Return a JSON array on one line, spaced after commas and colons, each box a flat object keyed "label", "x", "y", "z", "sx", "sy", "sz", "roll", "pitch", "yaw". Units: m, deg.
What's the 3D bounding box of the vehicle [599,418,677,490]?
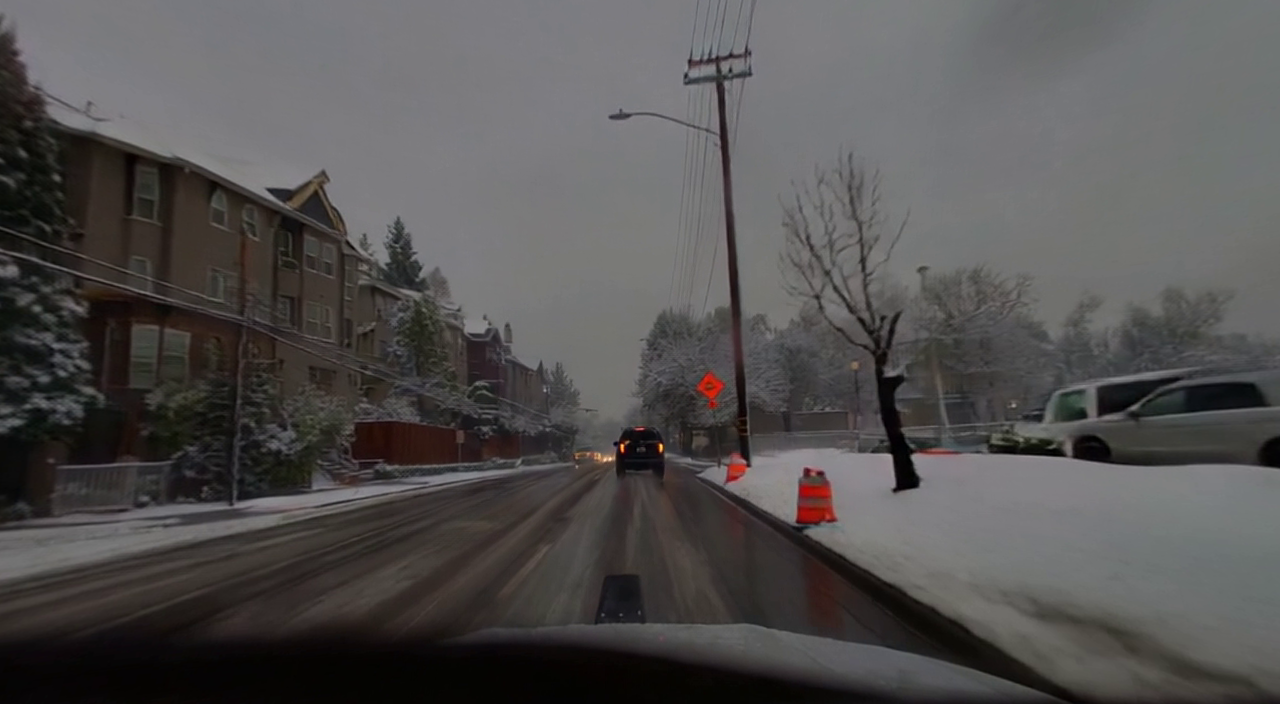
[{"label": "vehicle", "x": -0.107, "y": 3.274, "z": 20.418, "sx": 2.169, "sy": 2.015, "sz": 5.206, "roll": 0, "pitch": -9, "yaw": -1}]

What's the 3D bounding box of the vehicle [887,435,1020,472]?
[{"label": "vehicle", "x": 13.070, "y": 4.267, "z": 26.627, "sx": 4.567, "sy": 1.448, "sz": 1.890, "roll": -1, "pitch": -9, "yaw": 7}]

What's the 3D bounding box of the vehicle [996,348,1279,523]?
[{"label": "vehicle", "x": 9.601, "y": 1.624, "z": 11.301, "sx": 2.253, "sy": 2.306, "sz": 6.753, "roll": 0, "pitch": -10, "yaw": -2}]

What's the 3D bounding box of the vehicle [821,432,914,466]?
[{"label": "vehicle", "x": 11.325, "y": 4.837, "z": 31.557, "sx": 3.835, "sy": 1.584, "sz": 1.893, "roll": 1, "pitch": -9, "yaw": -8}]
